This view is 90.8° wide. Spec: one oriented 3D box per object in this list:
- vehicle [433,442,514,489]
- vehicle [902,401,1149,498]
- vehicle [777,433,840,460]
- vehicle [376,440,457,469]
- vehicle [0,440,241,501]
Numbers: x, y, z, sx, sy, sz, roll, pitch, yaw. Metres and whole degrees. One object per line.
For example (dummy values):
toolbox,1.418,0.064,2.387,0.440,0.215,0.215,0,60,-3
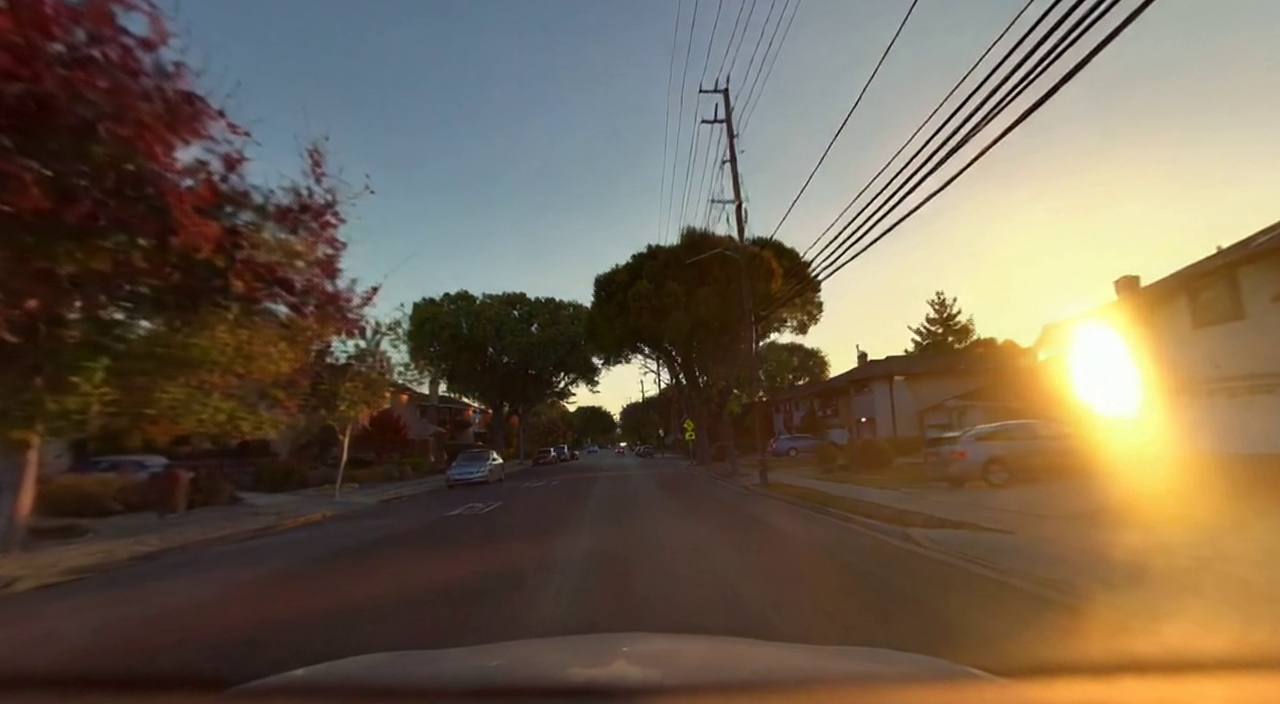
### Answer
vehicle,-7.080,4.856,27.453,2.162,1.757,5.201,-2,-9,-1
vehicle,9.561,2.423,15.971,4.822,1.864,2.100,-4,-8,-6
vehicle,12.817,7.211,48.113,4.145,1.767,1.880,-8,-10,29
vehicle,-14.824,6.812,42.085,4.543,1.824,2.379,1,-9,-3
vehicle,-14.873,3.343,18.063,5.395,1.615,2.132,0,-9,-2
